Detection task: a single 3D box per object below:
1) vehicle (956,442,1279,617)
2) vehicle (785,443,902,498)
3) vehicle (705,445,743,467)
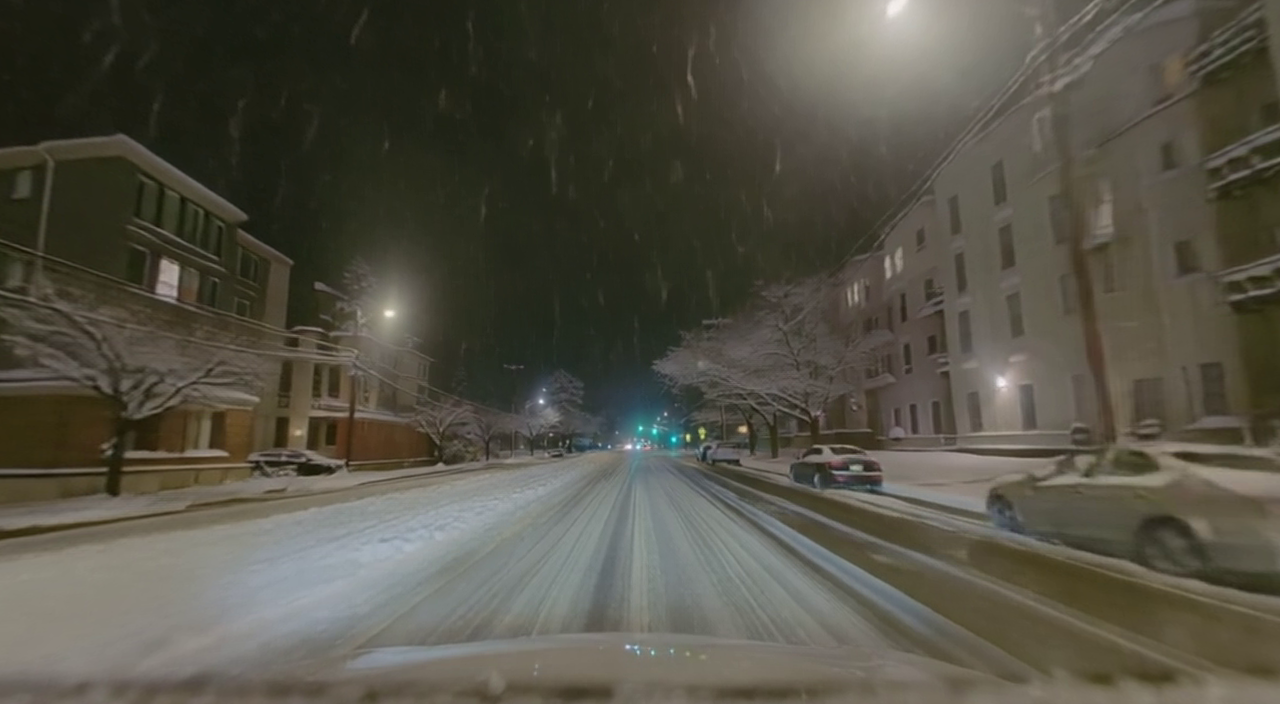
[{"bbox_3d":[6.180,1.826,7.713,2.013,1.408,5.011,0,-9,-1],"label":"vehicle"},{"bbox_3d":[6.130,3.607,19.732,1.944,1.478,4.885,0,-9,-1],"label":"vehicle"},{"bbox_3d":[6.168,7.687,47.018,1.948,1.526,4.518,0,-9,-4],"label":"vehicle"}]
